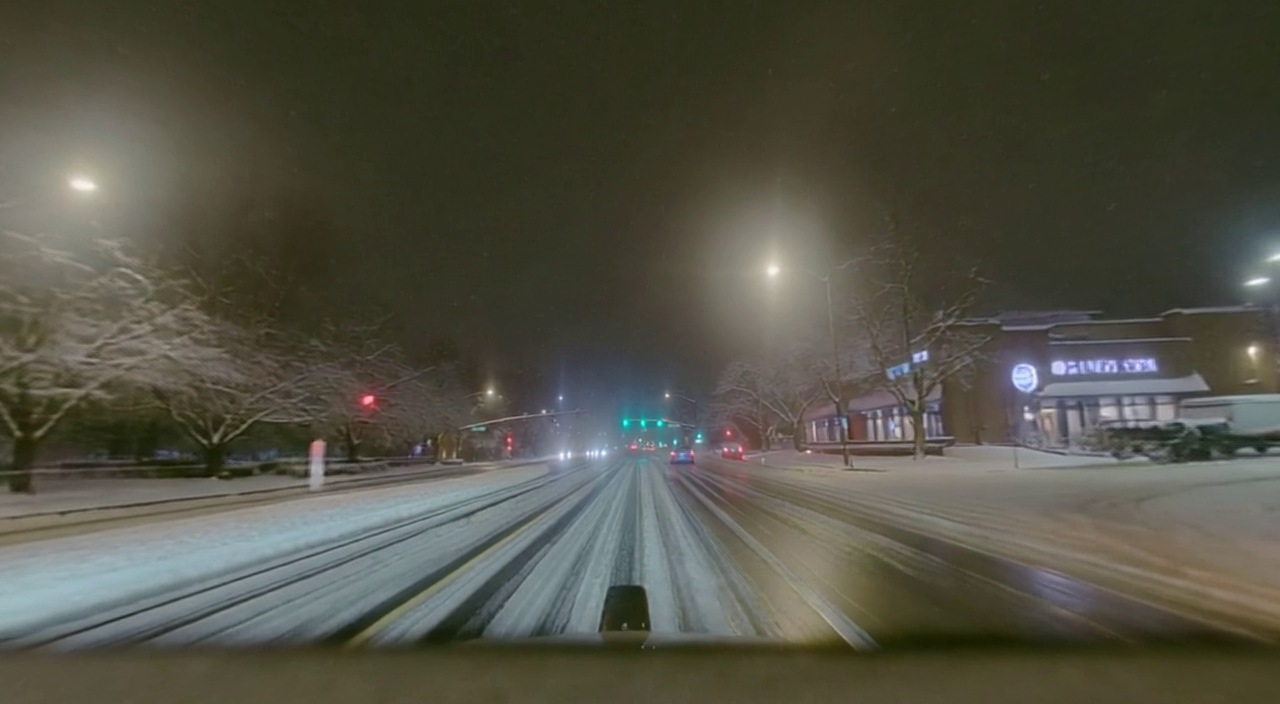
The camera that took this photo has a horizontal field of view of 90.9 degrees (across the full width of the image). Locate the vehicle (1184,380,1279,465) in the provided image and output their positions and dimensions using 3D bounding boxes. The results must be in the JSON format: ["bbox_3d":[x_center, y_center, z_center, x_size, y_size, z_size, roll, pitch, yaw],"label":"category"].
[{"bbox_3d":[30.317,3.429,29.988,8.374,3.650,2.884,3,-9,-22],"label":"vehicle"}]

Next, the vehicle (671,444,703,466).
[{"bbox_3d":[3.404,7.575,46.534,2.057,1.470,4.454,0,-9,0],"label":"vehicle"}]
